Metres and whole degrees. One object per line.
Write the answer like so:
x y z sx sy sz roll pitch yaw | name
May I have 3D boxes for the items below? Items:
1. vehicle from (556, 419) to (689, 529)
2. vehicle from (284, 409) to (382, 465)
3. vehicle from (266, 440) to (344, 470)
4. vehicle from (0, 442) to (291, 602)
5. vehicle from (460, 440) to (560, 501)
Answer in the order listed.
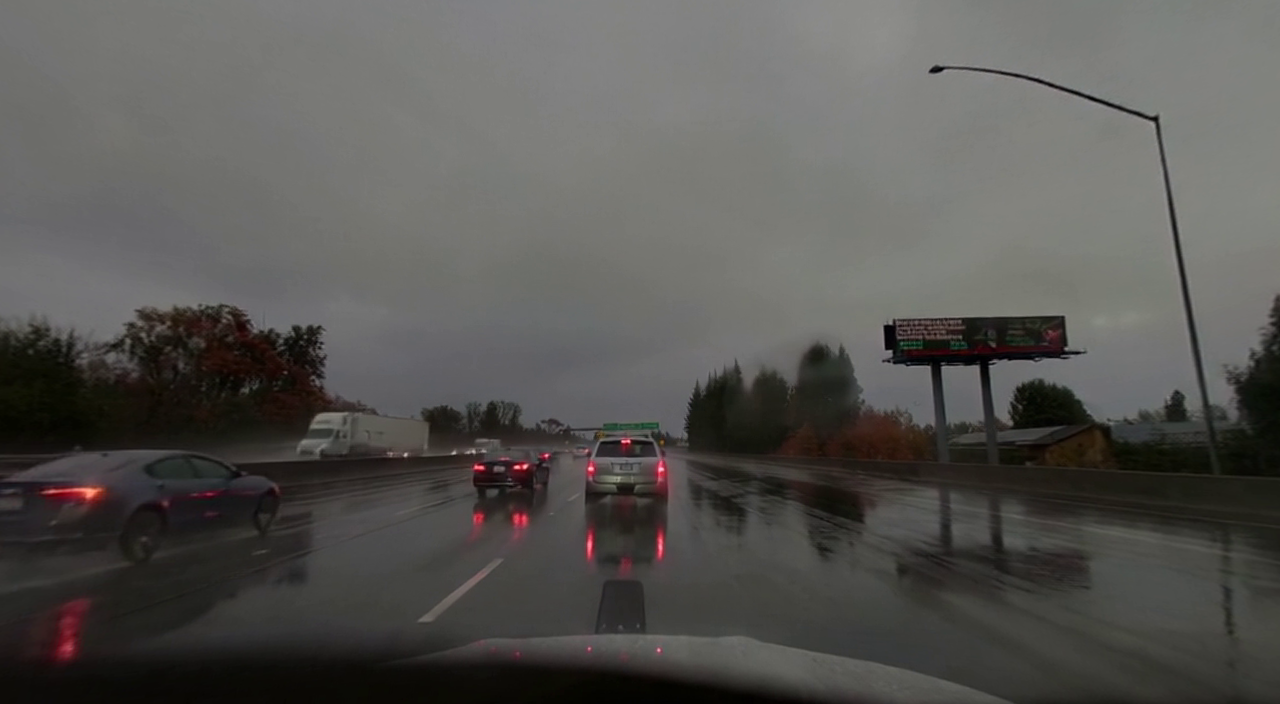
-0.300 2.331 12.581 2.127 1.749 4.776 0 -9 -1 | vehicle
-23.192 6.591 48.263 3.063 3.879 8.695 0 -9 -1 | vehicle
-19.125 5.888 36.201 1.859 1.624 4.863 0 -9 -1 | vehicle
-6.887 1.938 8.212 1.892 1.468 4.792 0 -9 0 | vehicle
-3.567 3.334 18.171 1.889 1.522 4.465 0 -9 1 | vehicle
